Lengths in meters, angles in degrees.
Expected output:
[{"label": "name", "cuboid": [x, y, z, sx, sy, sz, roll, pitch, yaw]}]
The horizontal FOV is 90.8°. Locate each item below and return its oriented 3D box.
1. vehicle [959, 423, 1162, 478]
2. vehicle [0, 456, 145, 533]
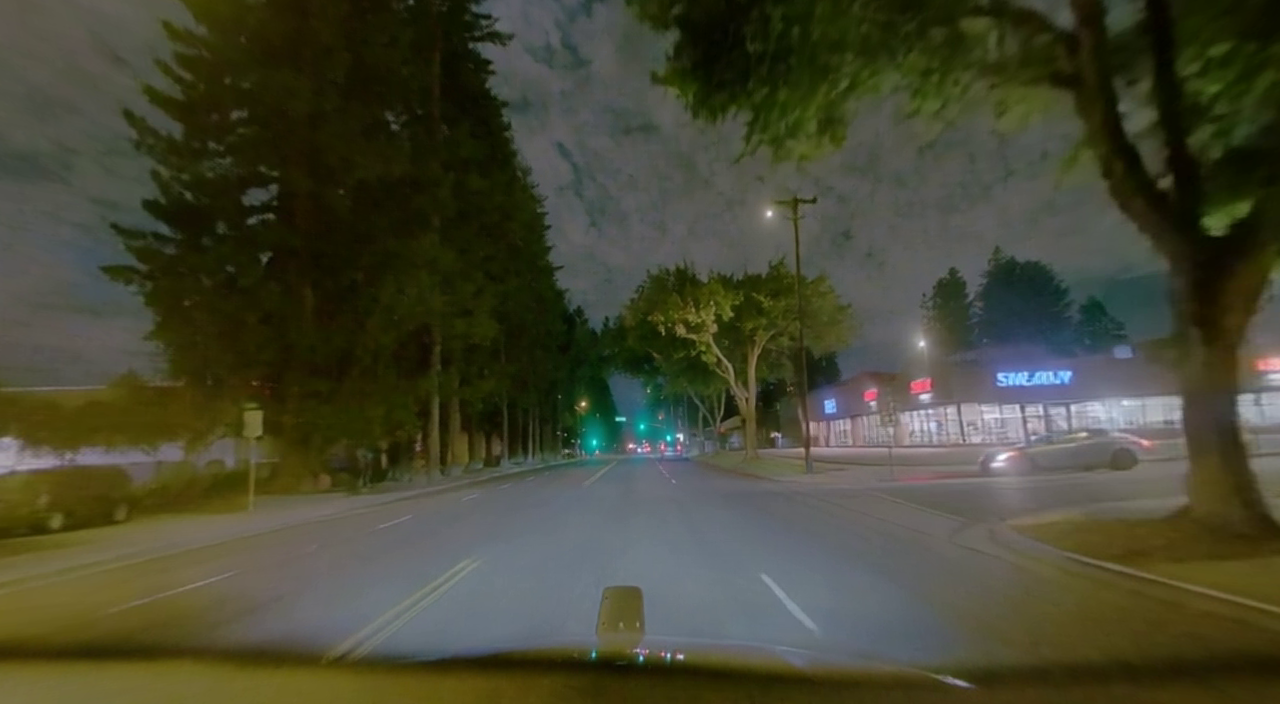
[{"label": "vehicle", "cuboid": [11.967, 2.850, 18.270, 4.404, 1.445, 1.844, -2, -9, 7]}, {"label": "vehicle", "cuboid": [-15.977, 3.573, 16.077, 4.870, 1.762, 2.152, -1, -8, 0]}]
